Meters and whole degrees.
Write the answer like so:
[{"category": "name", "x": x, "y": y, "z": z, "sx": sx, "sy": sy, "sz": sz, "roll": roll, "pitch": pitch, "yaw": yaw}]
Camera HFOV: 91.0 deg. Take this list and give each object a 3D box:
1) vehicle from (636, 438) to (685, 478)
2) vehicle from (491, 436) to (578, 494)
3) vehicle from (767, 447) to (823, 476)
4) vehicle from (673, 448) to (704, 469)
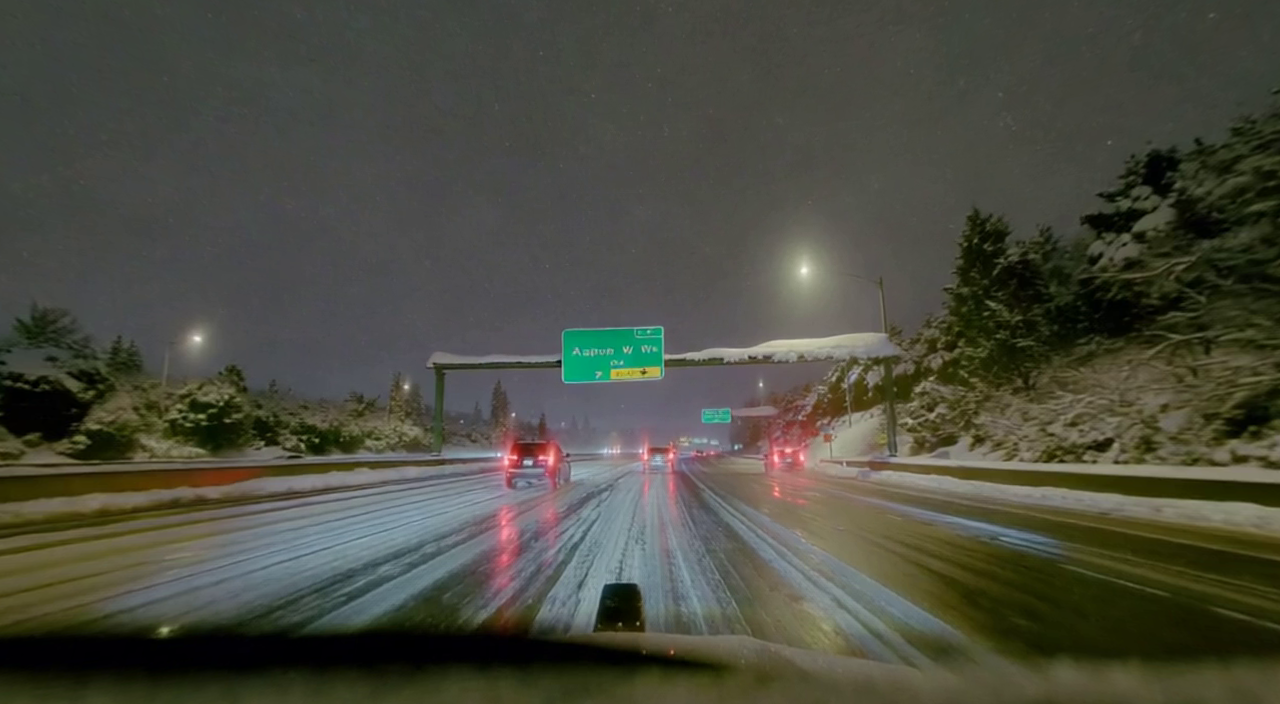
[{"category": "vehicle", "x": 1.022, "y": 5.378, "z": 32.066, "sx": 2.270, "sy": 1.862, "sz": 4.949, "roll": 0, "pitch": -9, "yaw": 1}, {"category": "vehicle", "x": -3.446, "y": 3.795, "z": 21.516, "sx": 2.142, "sy": 1.759, "sz": 4.297, "roll": 0, "pitch": -9, "yaw": 1}, {"category": "vehicle", "x": 8.346, "y": 5.938, "z": 34.316, "sx": 1.936, "sy": 1.480, "sz": 4.373, "roll": 0, "pitch": -9, "yaw": 0}, {"category": "vehicle", "x": 3.707, "y": 8.294, "z": 49.181, "sx": 2.131, "sy": 1.556, "sz": 4.310, "roll": 0, "pitch": -9, "yaw": 1}]
